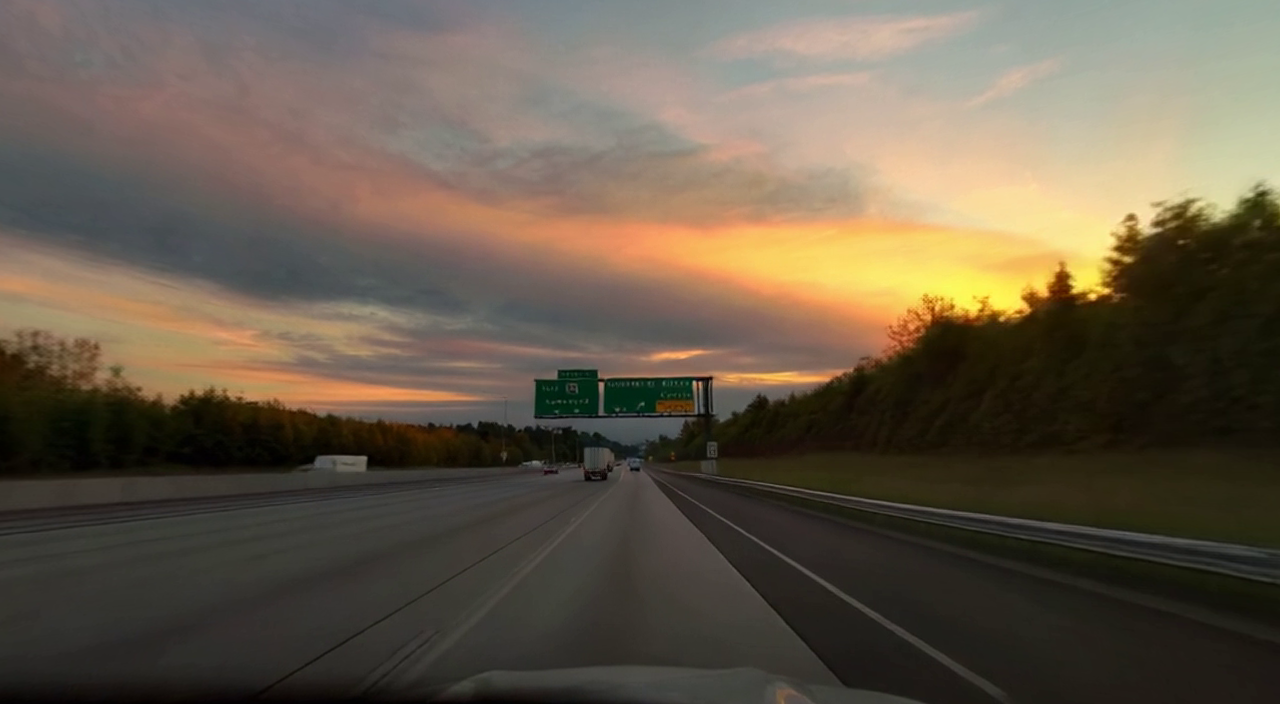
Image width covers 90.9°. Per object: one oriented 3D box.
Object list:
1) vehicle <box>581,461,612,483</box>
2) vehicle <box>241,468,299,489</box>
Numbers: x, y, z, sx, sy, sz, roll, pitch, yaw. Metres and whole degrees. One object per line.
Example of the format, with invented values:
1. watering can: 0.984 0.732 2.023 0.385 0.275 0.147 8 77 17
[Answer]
1. vehicle: -3.305 9.256 48.671 2.092 1.642 3.895 1 -10 -1
2. vehicle: -25.911 8.850 44.231 1.728 1.373 3.849 1 -11 -1
